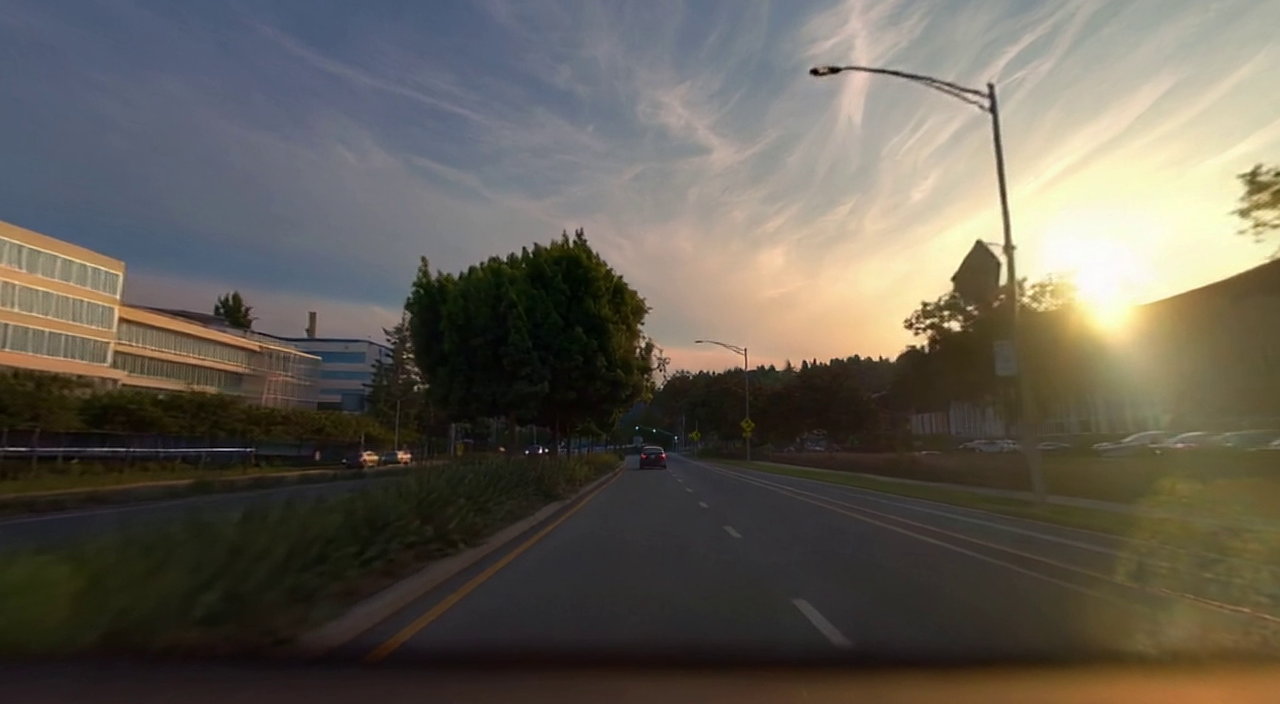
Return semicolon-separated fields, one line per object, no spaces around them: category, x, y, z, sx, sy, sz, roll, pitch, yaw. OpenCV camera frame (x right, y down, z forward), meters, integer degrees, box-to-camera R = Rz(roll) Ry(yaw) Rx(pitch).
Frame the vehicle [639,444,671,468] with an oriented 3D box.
vehicle;1.026;7.432;45.236;2.158;1.600;3.865;0;-8;-1

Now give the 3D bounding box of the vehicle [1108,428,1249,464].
vehicle;26.885;4.740;31.875;2.143;1.623;5.235;1;-8;-7
